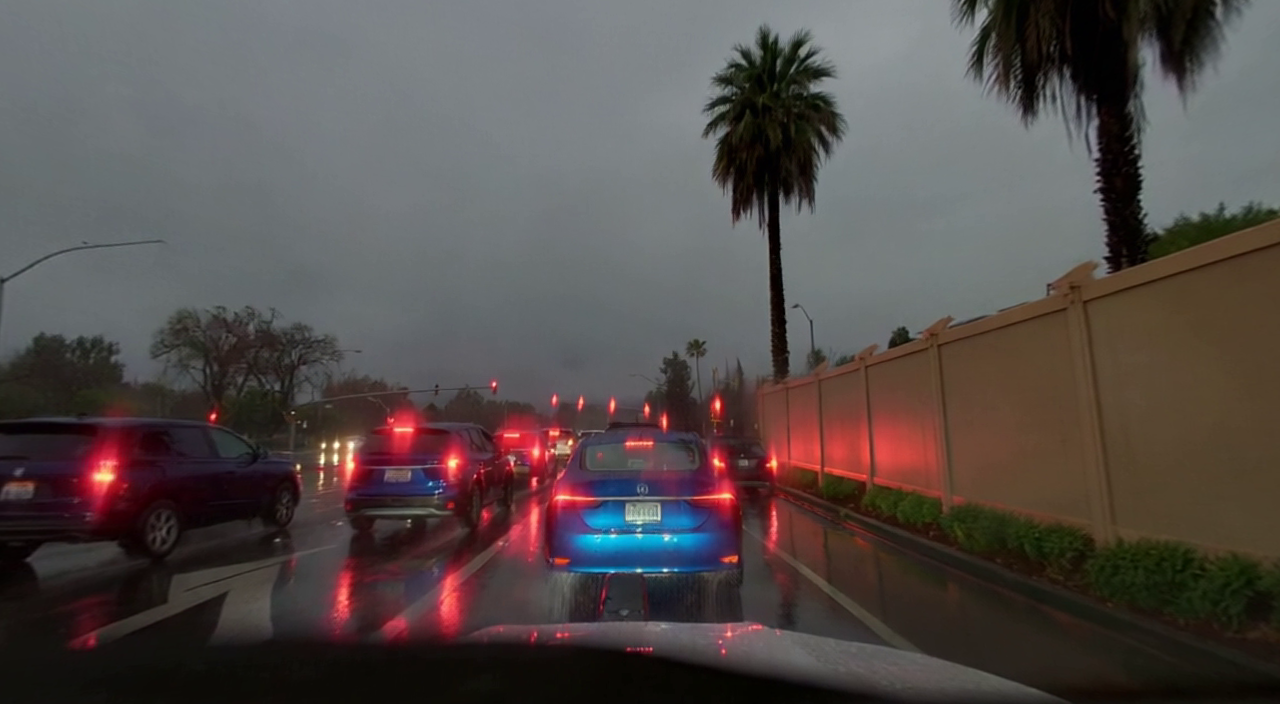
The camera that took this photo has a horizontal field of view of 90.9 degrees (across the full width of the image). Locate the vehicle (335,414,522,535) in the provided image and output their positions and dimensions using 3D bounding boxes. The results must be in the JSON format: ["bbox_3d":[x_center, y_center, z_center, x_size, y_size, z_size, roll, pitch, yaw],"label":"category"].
[{"bbox_3d":[-3.484,2.097,11.354,2.007,1.746,4.136,0,-8,-1],"label":"vehicle"}]

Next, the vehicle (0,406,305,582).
[{"bbox_3d":[-6.680,1.725,8.477,1.963,1.721,4.467,0,-8,-2],"label":"vehicle"}]

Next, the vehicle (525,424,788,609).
[{"bbox_3d":[0.066,1.650,7.316,2.128,1.473,4.272,0,-8,-2],"label":"vehicle"}]
